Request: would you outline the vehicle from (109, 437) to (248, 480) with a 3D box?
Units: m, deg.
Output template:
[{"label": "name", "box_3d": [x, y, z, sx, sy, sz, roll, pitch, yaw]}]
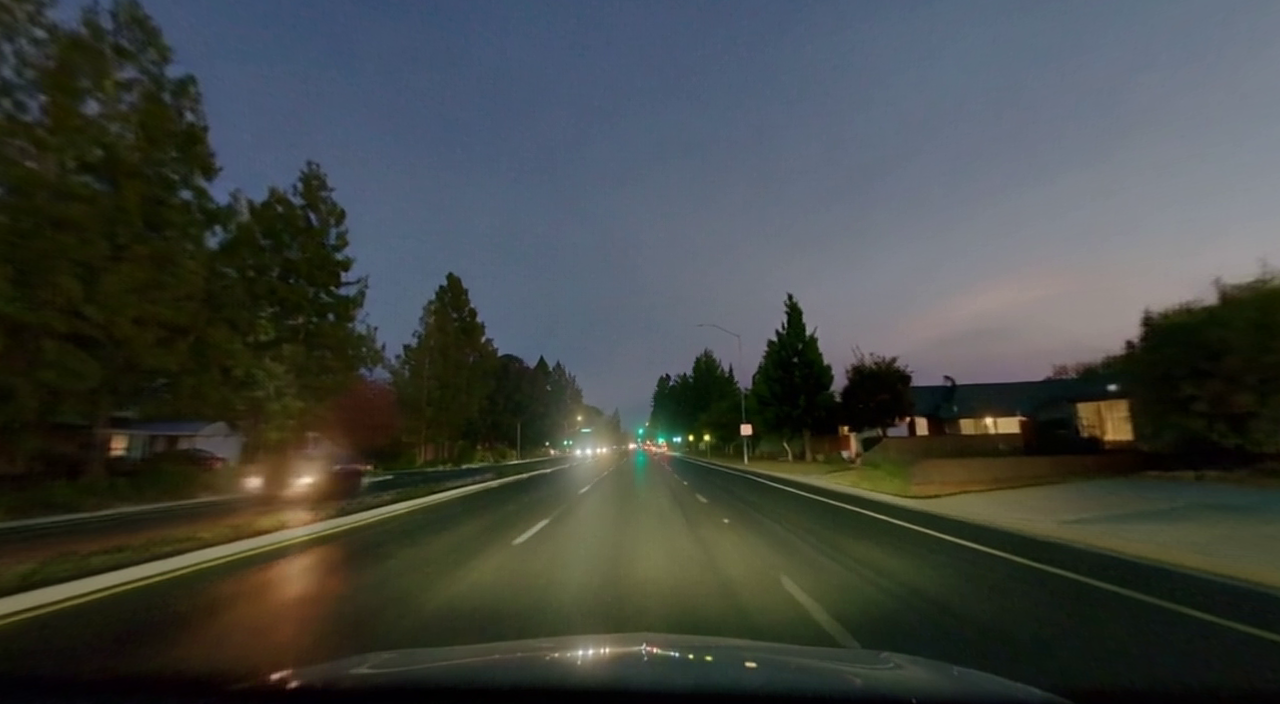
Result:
[{"label": "vehicle", "box_3d": [-24.362, 5.623, 33.441, 5.636, 1.965, 2.262, -2, -7, 1]}]

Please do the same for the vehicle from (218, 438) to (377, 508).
[{"label": "vehicle", "box_3d": [-9.479, 3.359, 18.018, 2.009, 1.709, 4.664, 0, -8, -1]}]
